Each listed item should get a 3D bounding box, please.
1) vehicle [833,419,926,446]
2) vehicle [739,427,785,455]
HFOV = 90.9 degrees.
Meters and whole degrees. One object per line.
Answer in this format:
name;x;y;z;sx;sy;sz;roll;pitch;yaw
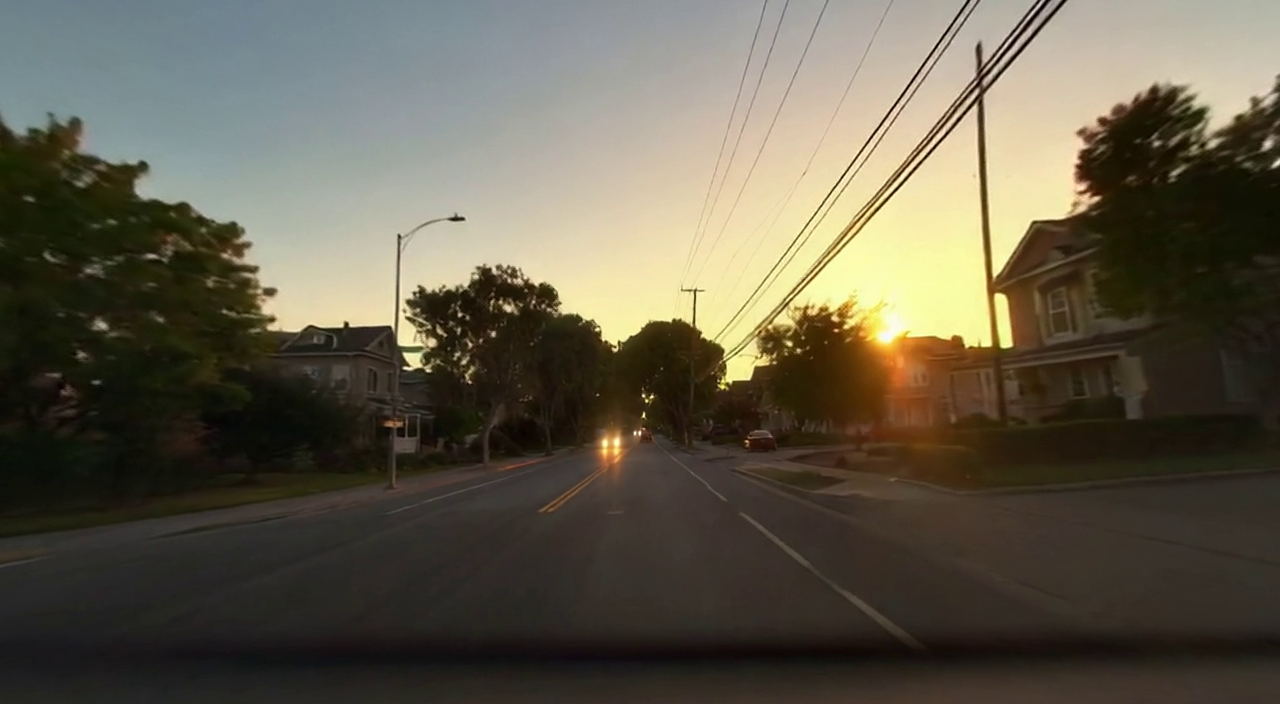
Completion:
vehicle;14.337;4.875;37.985;4.848;1.509;1.976;-1;-9;7
vehicle;7.355;5.424;38.393;2.071;1.510;4.418;-3;-8;3
